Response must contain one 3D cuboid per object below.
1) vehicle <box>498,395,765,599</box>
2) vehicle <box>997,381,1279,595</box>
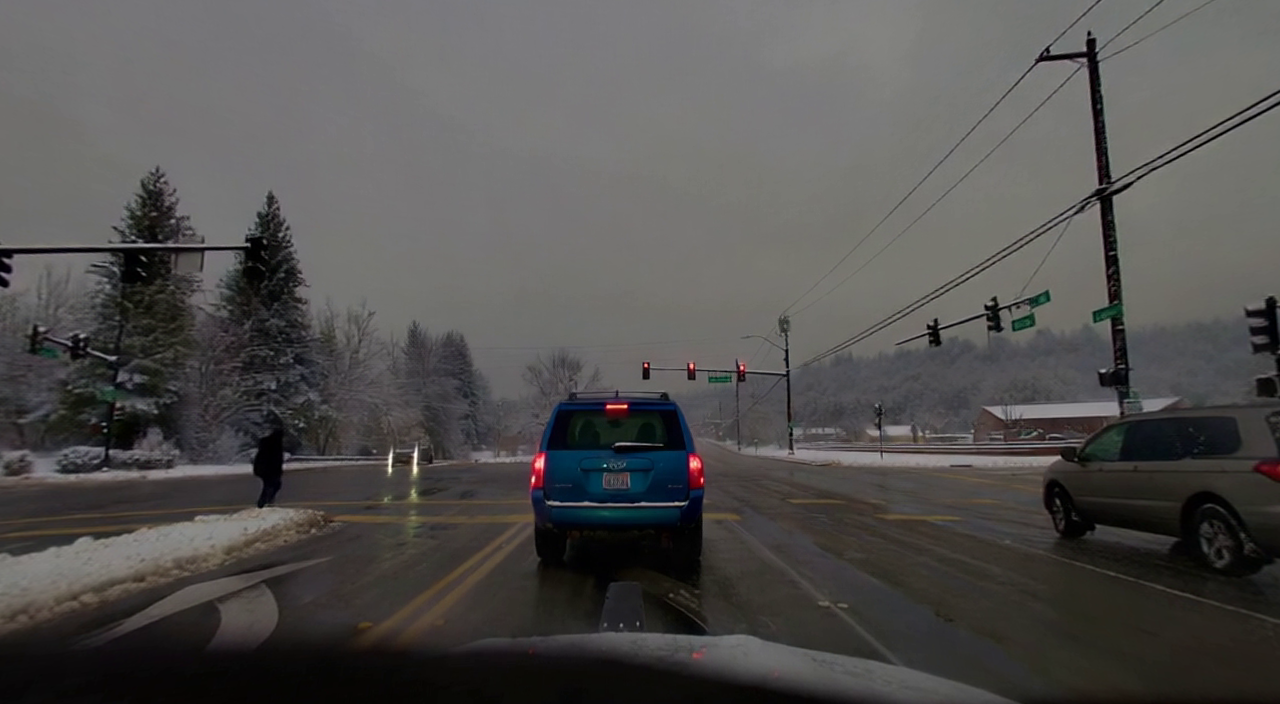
[{"bbox_3d":[-0.108,1.562,7.627,2.285,1.729,4.252,0,-9,-1],"label":"vehicle"},{"bbox_3d":[6.575,1.440,7.242,2.119,1.827,4.806,0,-9,0],"label":"vehicle"}]
